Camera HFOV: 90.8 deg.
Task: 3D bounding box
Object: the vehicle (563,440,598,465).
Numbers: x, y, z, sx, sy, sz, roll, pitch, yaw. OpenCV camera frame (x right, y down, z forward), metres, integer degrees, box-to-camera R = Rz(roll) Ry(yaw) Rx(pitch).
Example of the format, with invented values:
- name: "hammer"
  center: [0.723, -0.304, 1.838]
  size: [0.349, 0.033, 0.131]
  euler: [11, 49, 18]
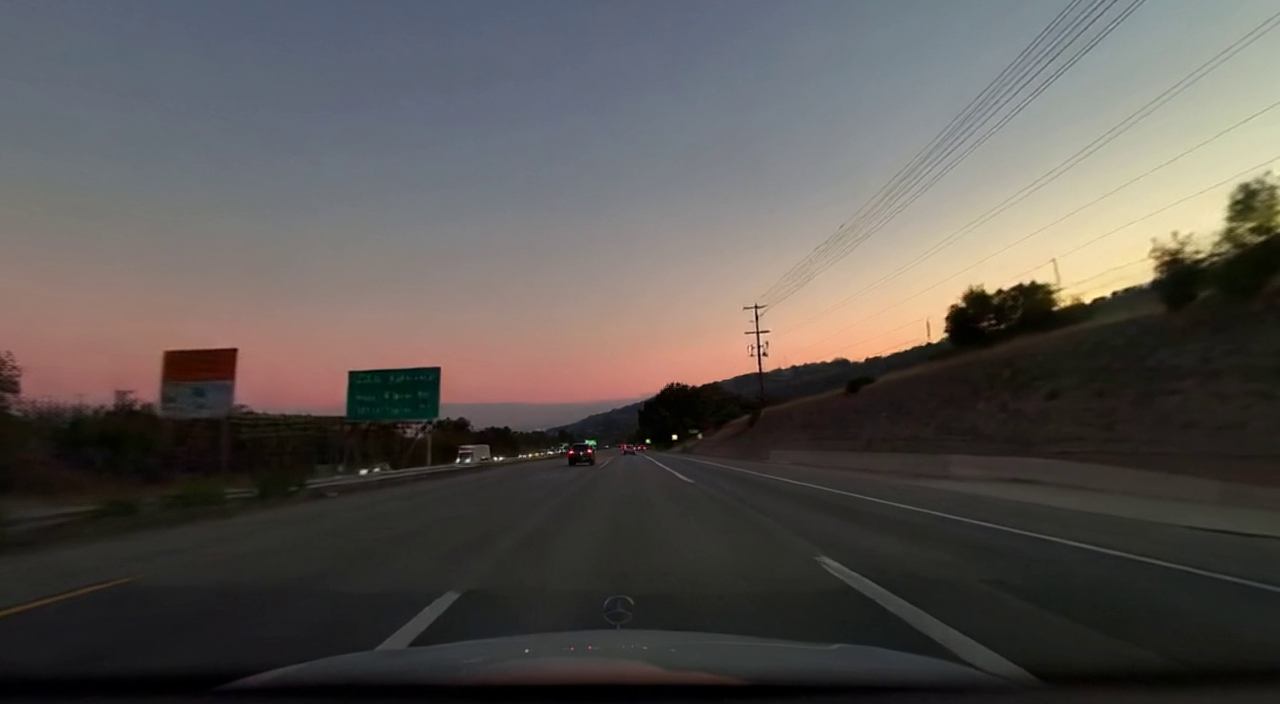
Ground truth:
- name: "vehicle"
  center: [-4.441, 7.569, 47.702]
  size: [2.130, 1.823, 4.761]
  euler: [0, -8, 0]
